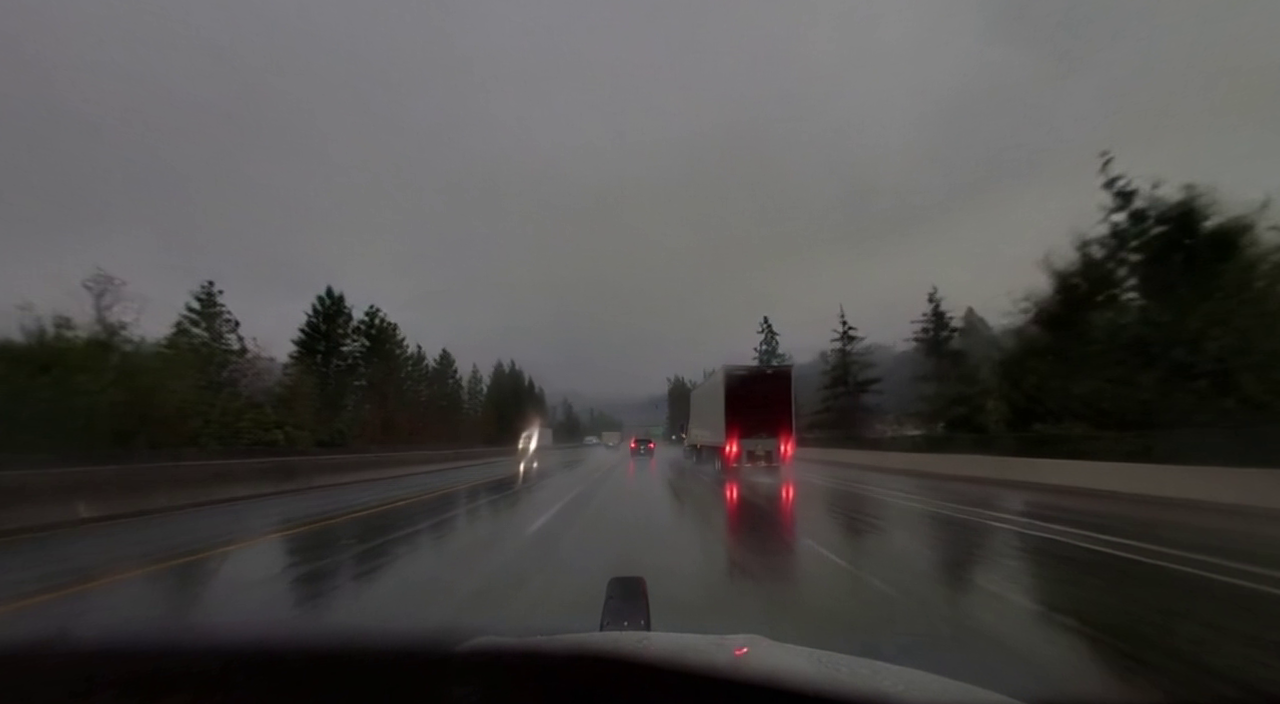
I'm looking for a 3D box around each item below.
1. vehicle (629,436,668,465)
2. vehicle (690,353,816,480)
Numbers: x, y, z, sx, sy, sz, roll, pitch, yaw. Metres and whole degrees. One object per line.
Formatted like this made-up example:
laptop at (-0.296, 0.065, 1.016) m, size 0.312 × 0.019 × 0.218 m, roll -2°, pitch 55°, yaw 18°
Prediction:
vehicle at (0.564, 5.896, 37.894) m, size 2.139 × 1.607 × 4.034 m, roll -1°, pitch -8°, yaw 3°
vehicle at (4.248, 3.081, 27.694) m, size 3.005 × 4.131 × 14.221 m, roll 0°, pitch -8°, yaw 0°
